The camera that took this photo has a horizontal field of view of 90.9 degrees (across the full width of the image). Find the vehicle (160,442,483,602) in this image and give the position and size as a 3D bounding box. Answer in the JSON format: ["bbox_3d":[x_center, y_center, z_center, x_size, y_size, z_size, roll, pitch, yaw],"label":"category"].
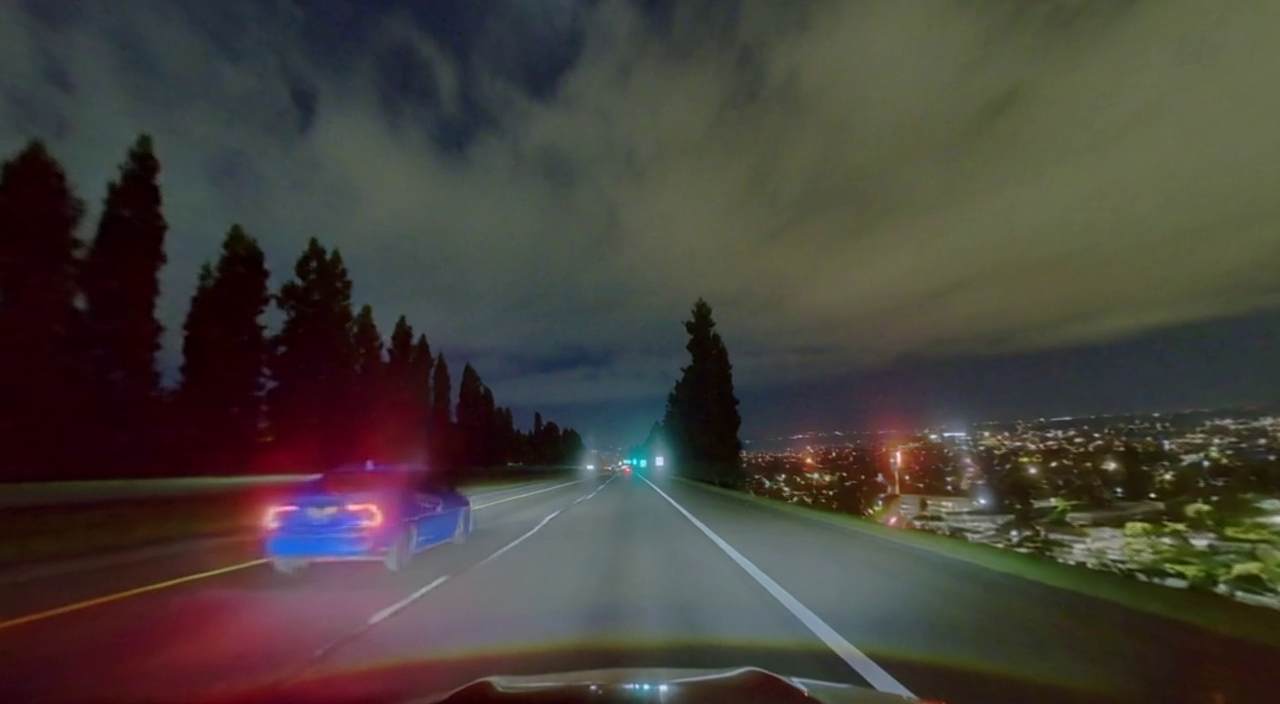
[{"bbox_3d":[-3.500,1.969,7.914,2.040,1.465,3.744,1,-11,0],"label":"vehicle"}]
